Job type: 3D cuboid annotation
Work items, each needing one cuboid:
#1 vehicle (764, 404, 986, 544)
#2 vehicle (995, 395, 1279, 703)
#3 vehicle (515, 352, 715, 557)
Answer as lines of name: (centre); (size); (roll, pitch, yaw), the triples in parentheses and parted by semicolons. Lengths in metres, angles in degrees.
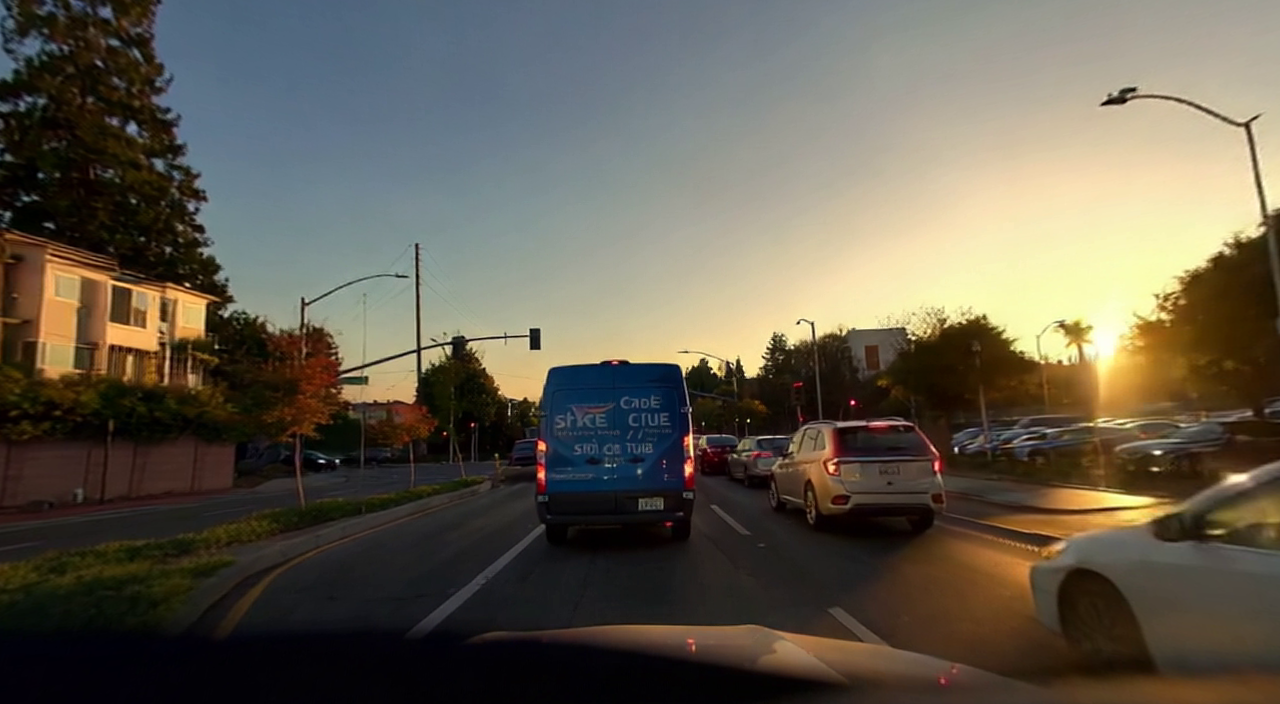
vehicle: (3.447, 1.883, 10.301); (1.965, 1.771, 4.295); (0, -8, 0)
vehicle: (3.428, 0.858, 2.041); (1.951, 1.483, 4.582); (0, -8, 1)
vehicle: (-0.225, 1.604, 10.264); (2.422, 2.488, 4.992); (0, -8, 2)
